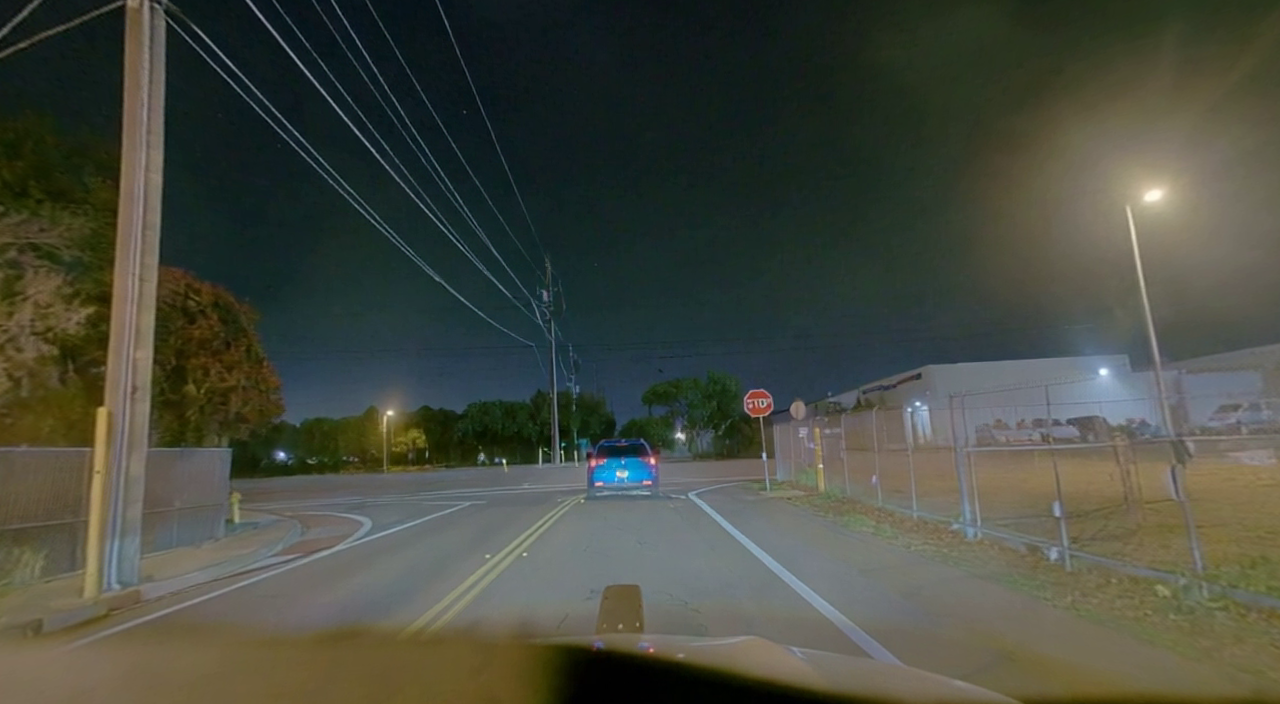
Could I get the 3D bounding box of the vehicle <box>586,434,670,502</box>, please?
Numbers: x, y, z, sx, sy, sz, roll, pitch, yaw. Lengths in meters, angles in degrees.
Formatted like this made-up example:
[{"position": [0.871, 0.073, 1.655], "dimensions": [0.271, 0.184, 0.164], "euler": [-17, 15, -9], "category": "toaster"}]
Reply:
[{"position": [-0.420, 3.244, 18.172], "dimensions": [2.137, 1.698, 4.166], "euler": [0, -8, -3], "category": "vehicle"}]
